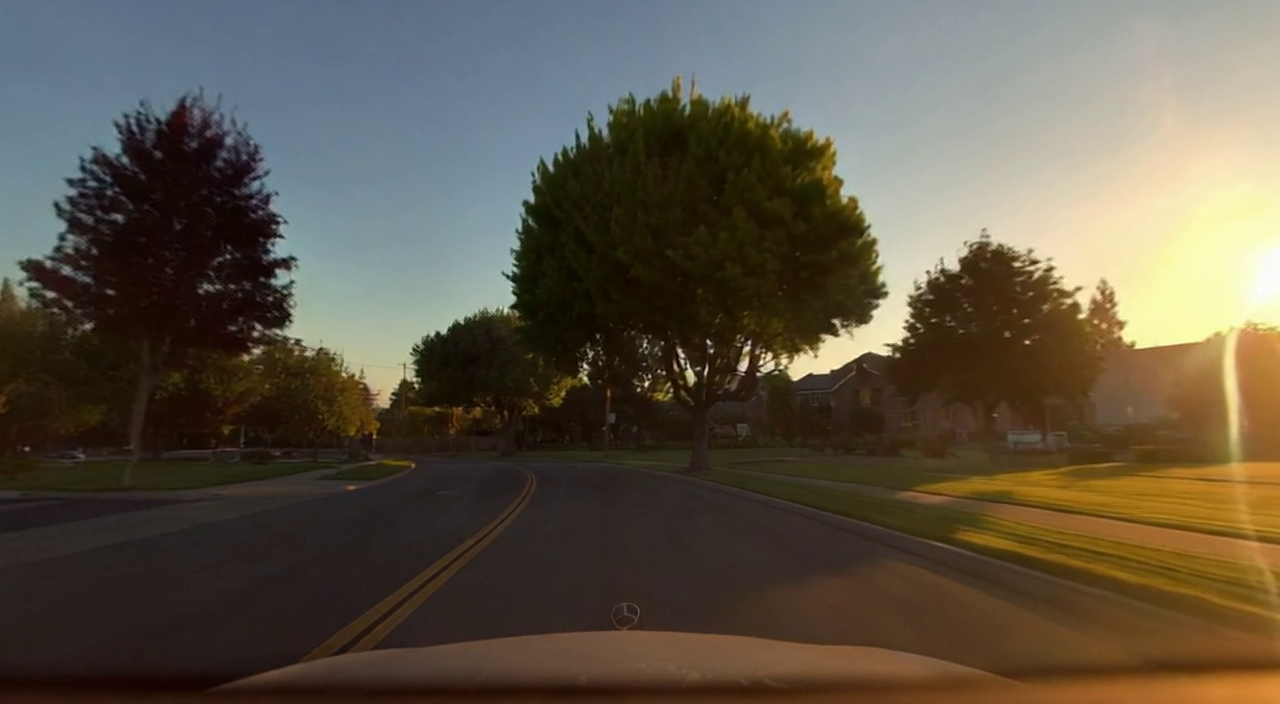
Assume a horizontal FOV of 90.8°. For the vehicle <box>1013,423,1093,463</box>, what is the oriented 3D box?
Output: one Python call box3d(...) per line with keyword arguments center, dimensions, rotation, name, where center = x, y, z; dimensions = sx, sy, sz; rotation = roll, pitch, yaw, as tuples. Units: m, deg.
box3d(center=(29.691, 6.558, 45.589), dimensions=(2.572, 2.692, 3.848), rotation=(3, -9, -21), name="vehicle")
